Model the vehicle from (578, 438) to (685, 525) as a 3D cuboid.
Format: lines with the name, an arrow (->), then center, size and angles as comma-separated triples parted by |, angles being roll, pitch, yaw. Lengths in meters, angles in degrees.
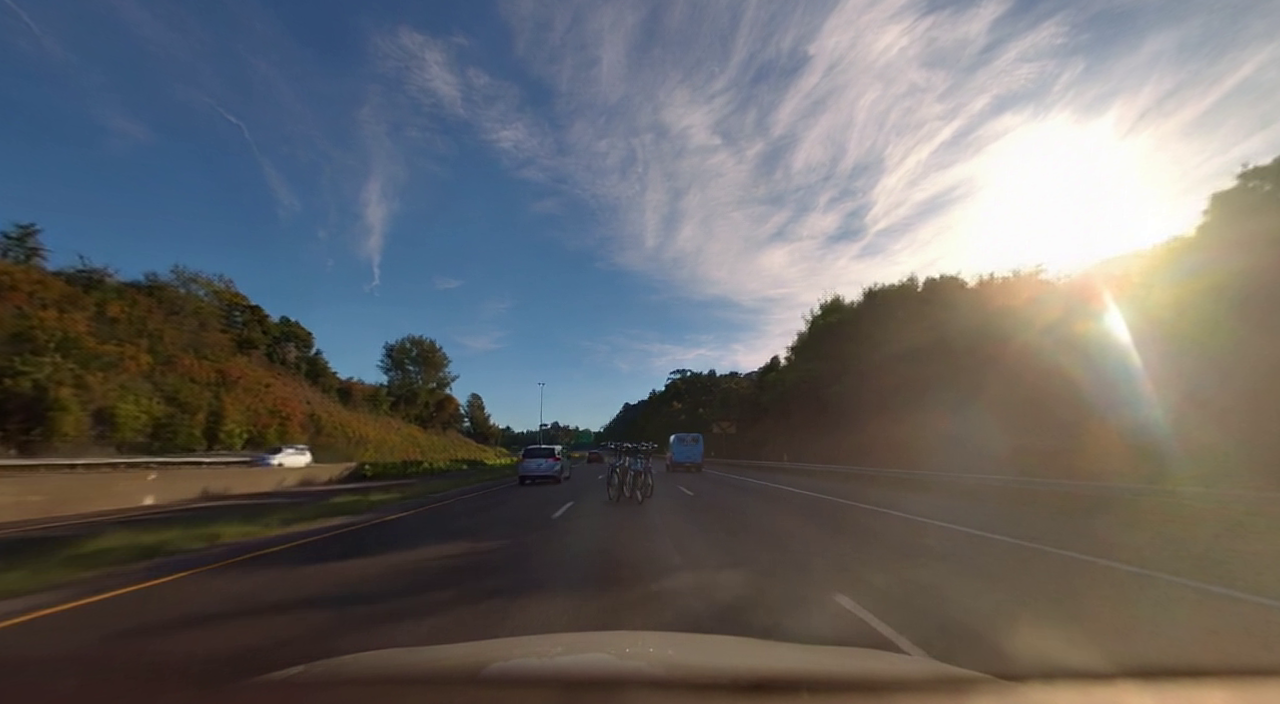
vehicle -> -0.142, 2.673, 13.442 | 1.973, 1.574, 3.426 | 0, -9, 1

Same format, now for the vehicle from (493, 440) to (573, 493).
vehicle -> -3.707, 4.074, 22.729 | 1.985, 1.671, 4.604 | 0, -9, 1

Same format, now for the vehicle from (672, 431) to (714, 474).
vehicle -> 3.452, 6.709, 42.160 | 2.234, 2.679, 5.372 | 0, -9, -1

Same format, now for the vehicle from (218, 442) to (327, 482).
vehicle -> -15.674, 4.720, 27.247 | 1.985, 1.562, 4.522 | 0, -9, 0
